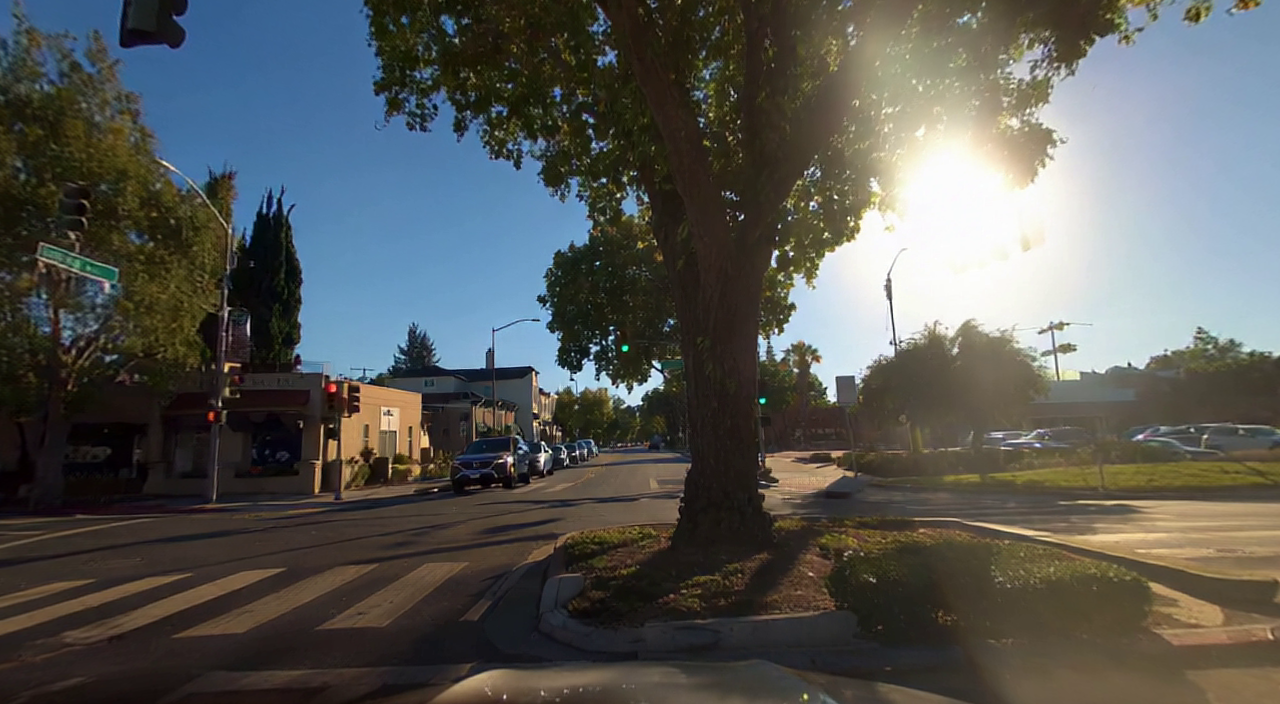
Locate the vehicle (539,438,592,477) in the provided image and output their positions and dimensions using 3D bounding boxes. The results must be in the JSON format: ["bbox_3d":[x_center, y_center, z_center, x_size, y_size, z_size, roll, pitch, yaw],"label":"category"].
[{"bbox_3d":[-3.666,5.282,31.916,2.120,1.783,4.788,0,-9,0],"label":"vehicle"}]

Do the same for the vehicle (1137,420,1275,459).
[{"bbox_3d":[33.255,5.164,37.261,5.969,2.149,2.331,0,-9,-3],"label":"vehicle"}]

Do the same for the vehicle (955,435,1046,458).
[{"bbox_3d":[24.986,6.550,43.850,5.172,1.515,1.851,0,-9,-2],"label":"vehicle"}]

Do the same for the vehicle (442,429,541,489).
[{"bbox_3d":[-6.519,4.829,28.951,2.896,2.339,7.322,0,-9,-1],"label":"vehicle"}]
